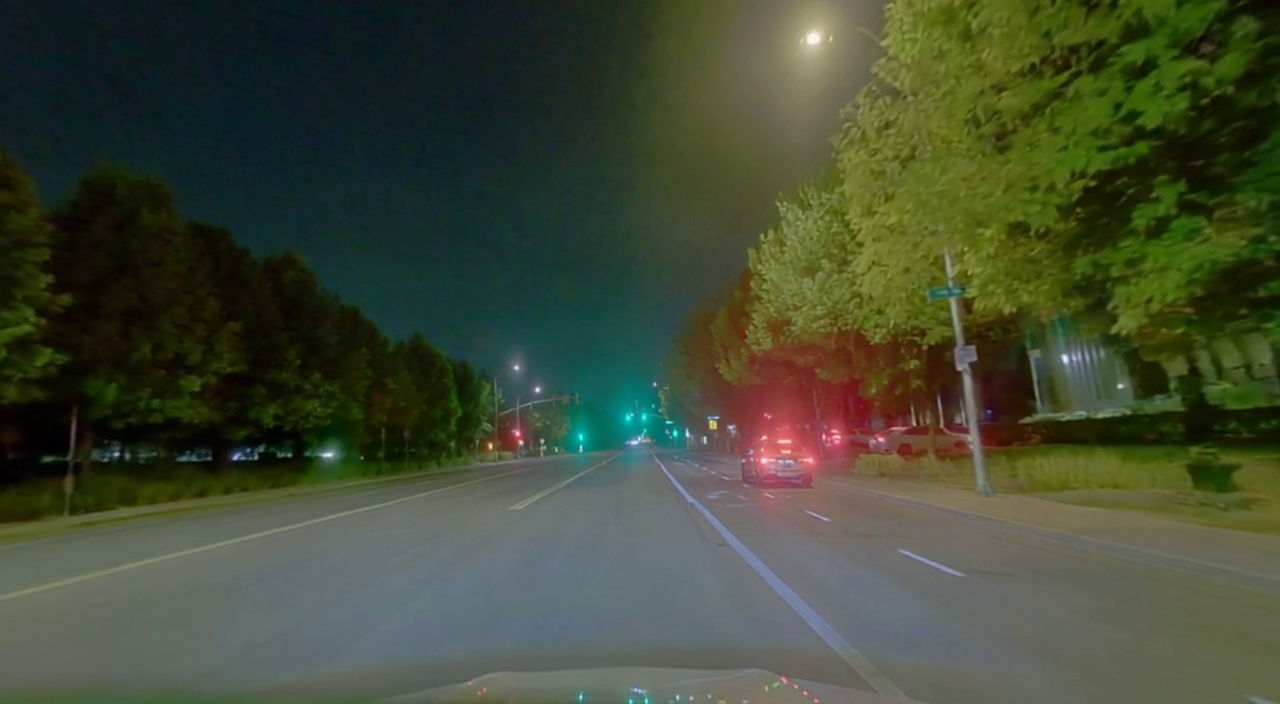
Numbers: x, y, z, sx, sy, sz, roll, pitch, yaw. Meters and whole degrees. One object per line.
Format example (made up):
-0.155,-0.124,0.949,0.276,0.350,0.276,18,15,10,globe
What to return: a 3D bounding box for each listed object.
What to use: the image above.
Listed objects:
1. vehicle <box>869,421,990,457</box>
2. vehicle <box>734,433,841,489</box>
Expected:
12.265,3.717,26.944,4.227,1.451,1.874,0,-8,1,vehicle
4.230,3.223,18.968,2.006,1.448,4.671,0,-8,-1,vehicle
